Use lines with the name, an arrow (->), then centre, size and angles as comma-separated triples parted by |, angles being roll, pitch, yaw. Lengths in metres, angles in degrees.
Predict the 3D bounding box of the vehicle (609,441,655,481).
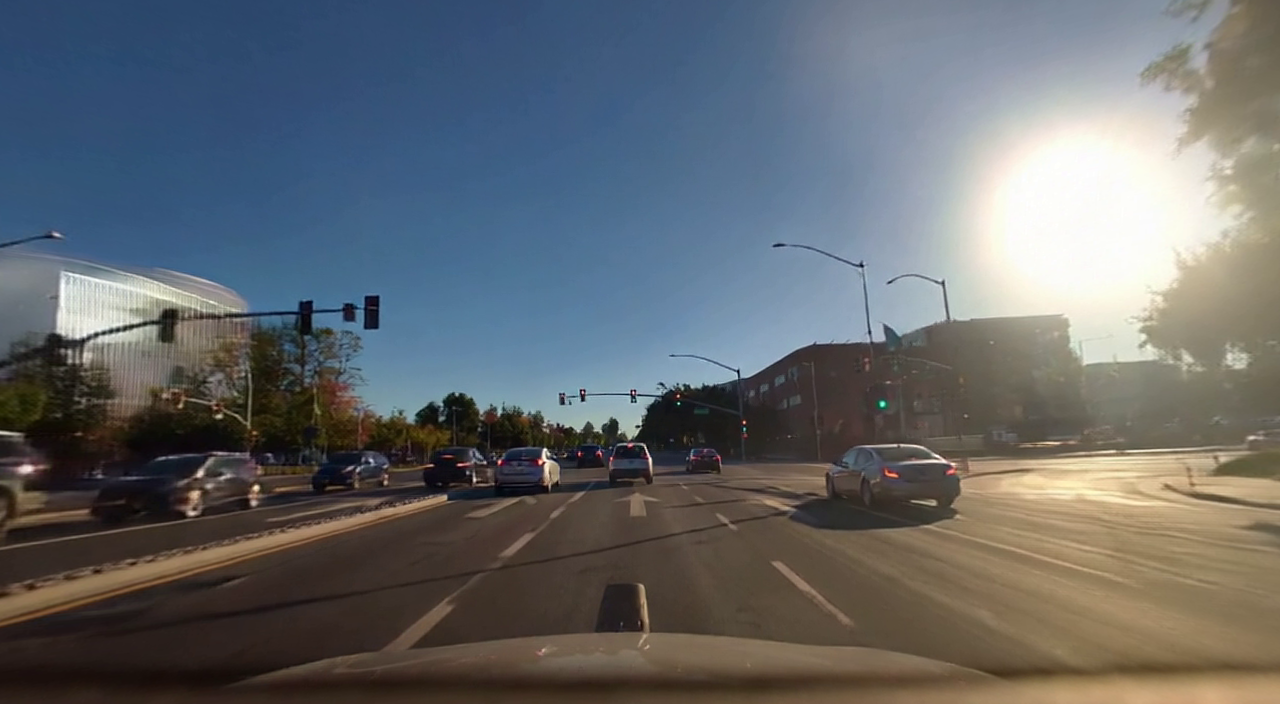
vehicle -> -0.335, 5.071, 29.764 | 2.008, 1.716, 4.125 | 0, -8, 0

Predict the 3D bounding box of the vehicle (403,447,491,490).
vehicle -> -7.445, 4.508, 24.915 | 2.013, 1.488, 4.596 | 0, -8, 0

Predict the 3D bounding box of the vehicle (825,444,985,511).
vehicle -> 6.457, 3.083, 16.114 | 2.028, 1.451, 4.625 | 0, -8, -1

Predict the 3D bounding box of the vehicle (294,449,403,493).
vehicle -> -10.968, 4.479, 24.156 | 2.047, 1.479, 4.228 | 0, -8, 2

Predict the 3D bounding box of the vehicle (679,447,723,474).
vehicle -> 3.419, 6.180, 36.317 | 2.014, 1.430, 4.103 | 0, -8, -2

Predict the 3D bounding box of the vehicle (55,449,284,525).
vehicle -> -10.727, 3.057, 14.971 | 1.924, 1.479, 4.508 | 0, -8, 1

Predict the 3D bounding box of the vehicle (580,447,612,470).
vehicle -> -3.063, 7.546, 44.865 | 2.002, 1.502, 4.057 | 0, -8, 0

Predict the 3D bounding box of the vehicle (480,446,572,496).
vehicle -> -3.691, 3.928, 21.332 | 2.163, 1.474, 4.413 | 0, -8, 2
